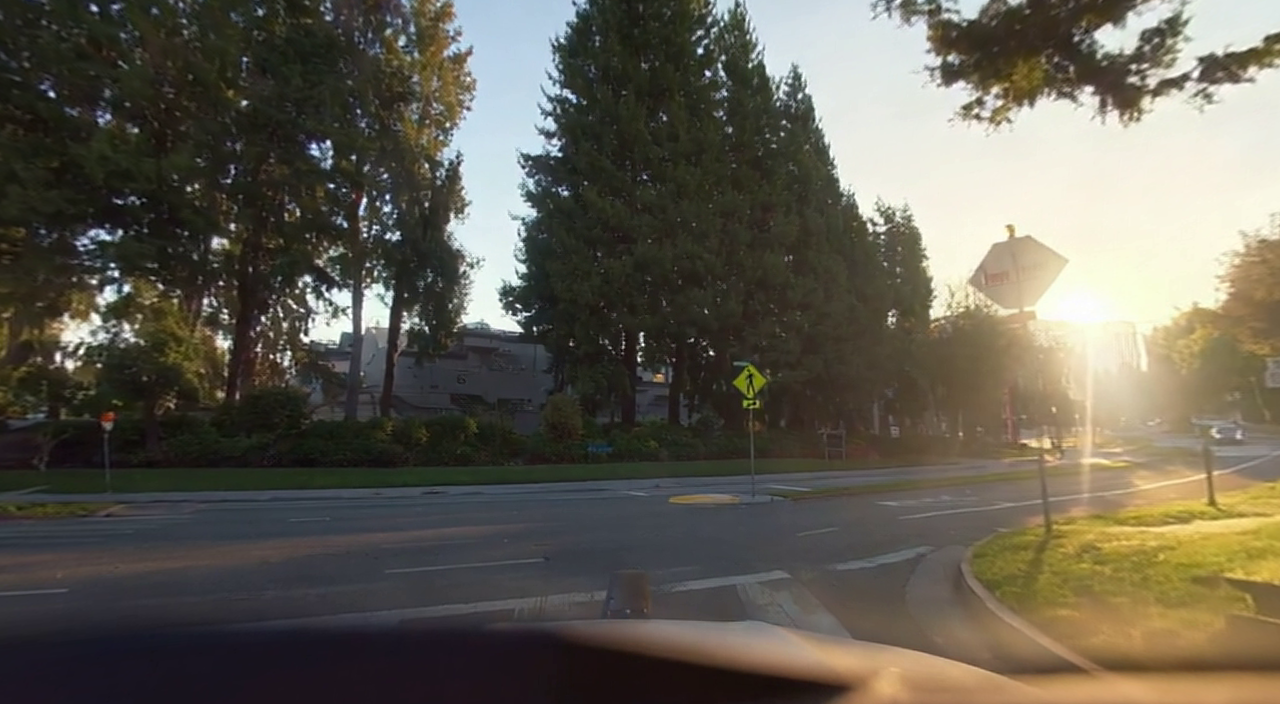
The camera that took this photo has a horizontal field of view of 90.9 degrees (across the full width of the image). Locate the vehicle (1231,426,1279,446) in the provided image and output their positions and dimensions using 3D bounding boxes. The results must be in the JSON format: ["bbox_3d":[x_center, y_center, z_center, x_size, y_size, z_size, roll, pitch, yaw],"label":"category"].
[{"bbox_3d":[48.038,6.584,49.080,4.473,1.474,2.108,6,-11,-37],"label":"vehicle"}]
